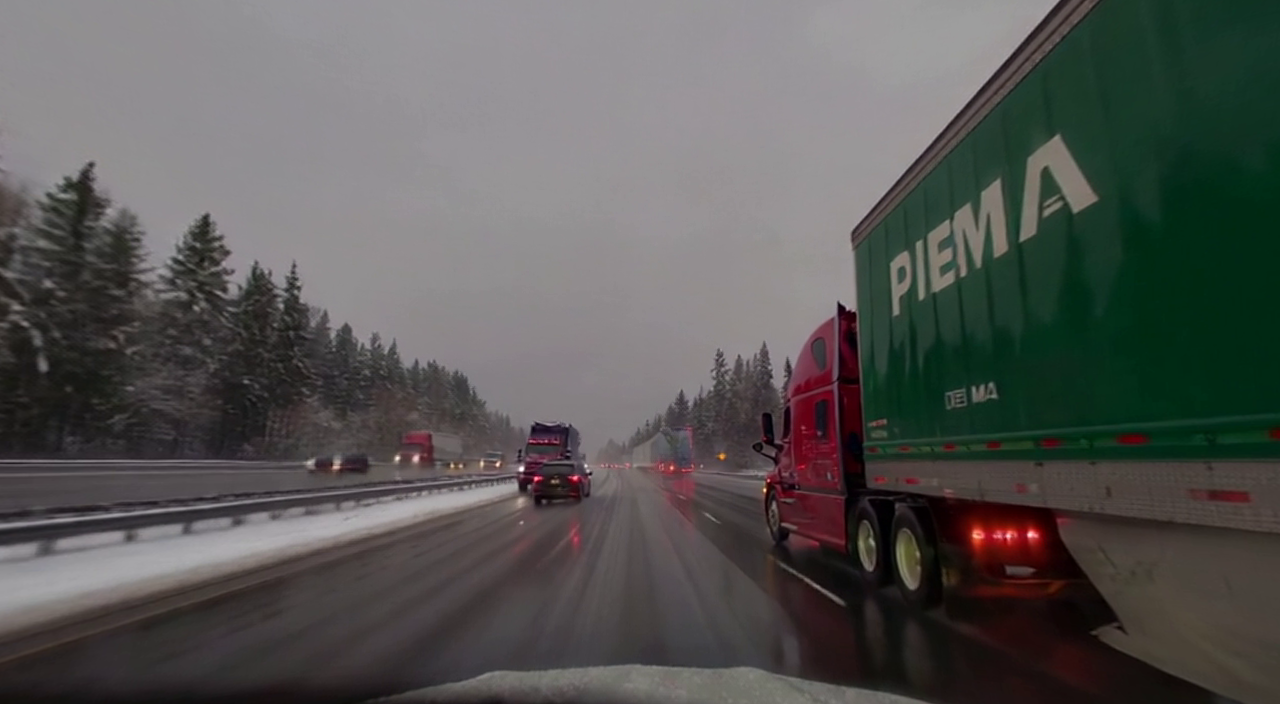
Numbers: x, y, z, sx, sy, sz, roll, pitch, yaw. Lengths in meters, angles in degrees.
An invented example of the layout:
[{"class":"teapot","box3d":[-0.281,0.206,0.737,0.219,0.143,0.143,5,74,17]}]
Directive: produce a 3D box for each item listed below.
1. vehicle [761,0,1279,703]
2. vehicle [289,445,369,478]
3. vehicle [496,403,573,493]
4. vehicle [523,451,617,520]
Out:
[{"class":"vehicle","box3d":[3.944,0.406,5.401,2.856,4.040,14.009,1,-10,-1]},{"class":"vehicle","box3d":[-16.139,5.762,32.990,1.980,1.587,4.561,1,-10,-2]},{"class":"vehicle","box3d":[-5.274,4.985,32.467,3.099,4.220,5.196,1,-10,-2]},{"class":"vehicle","box3d":[-1.760,3.646,17.533,2.010,1.580,4.949,1,-10,0]}]
